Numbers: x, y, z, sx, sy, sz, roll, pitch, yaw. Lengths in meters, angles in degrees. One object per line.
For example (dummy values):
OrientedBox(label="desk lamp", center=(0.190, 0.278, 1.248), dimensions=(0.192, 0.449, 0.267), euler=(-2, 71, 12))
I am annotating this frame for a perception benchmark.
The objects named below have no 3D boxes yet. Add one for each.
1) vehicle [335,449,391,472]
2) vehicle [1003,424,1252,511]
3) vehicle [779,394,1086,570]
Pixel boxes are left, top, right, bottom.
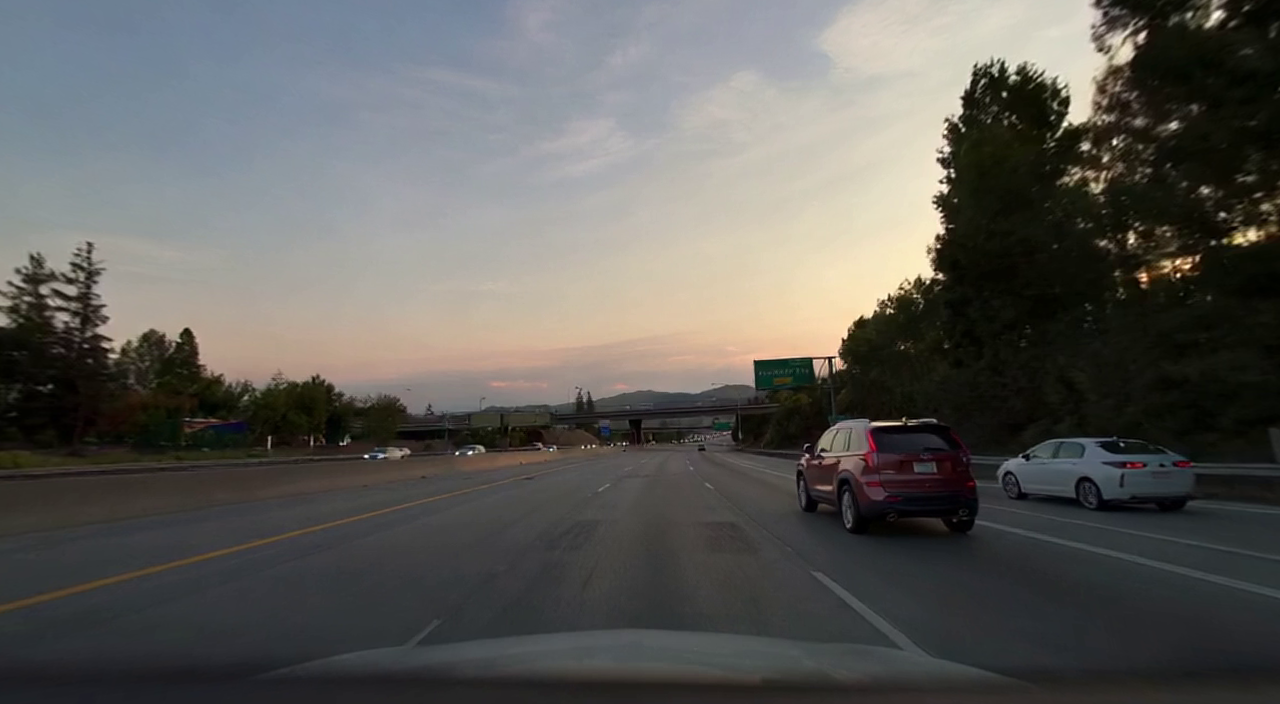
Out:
OrientedBox(label="vehicle", center=(-19.983, 7.831, 45.710), dimensions=(1.800, 1.469, 4.518), euler=(-1, -8, 3))
OrientedBox(label="vehicle", center=(10.519, 2.515, 14.174), dimensions=(2.024, 1.628, 4.417), euler=(0, -8, 0))
OrientedBox(label="vehicle", center=(3.411, 1.626, 8.604), dimensions=(2.019, 1.732, 4.579), euler=(0, -8, 1))
